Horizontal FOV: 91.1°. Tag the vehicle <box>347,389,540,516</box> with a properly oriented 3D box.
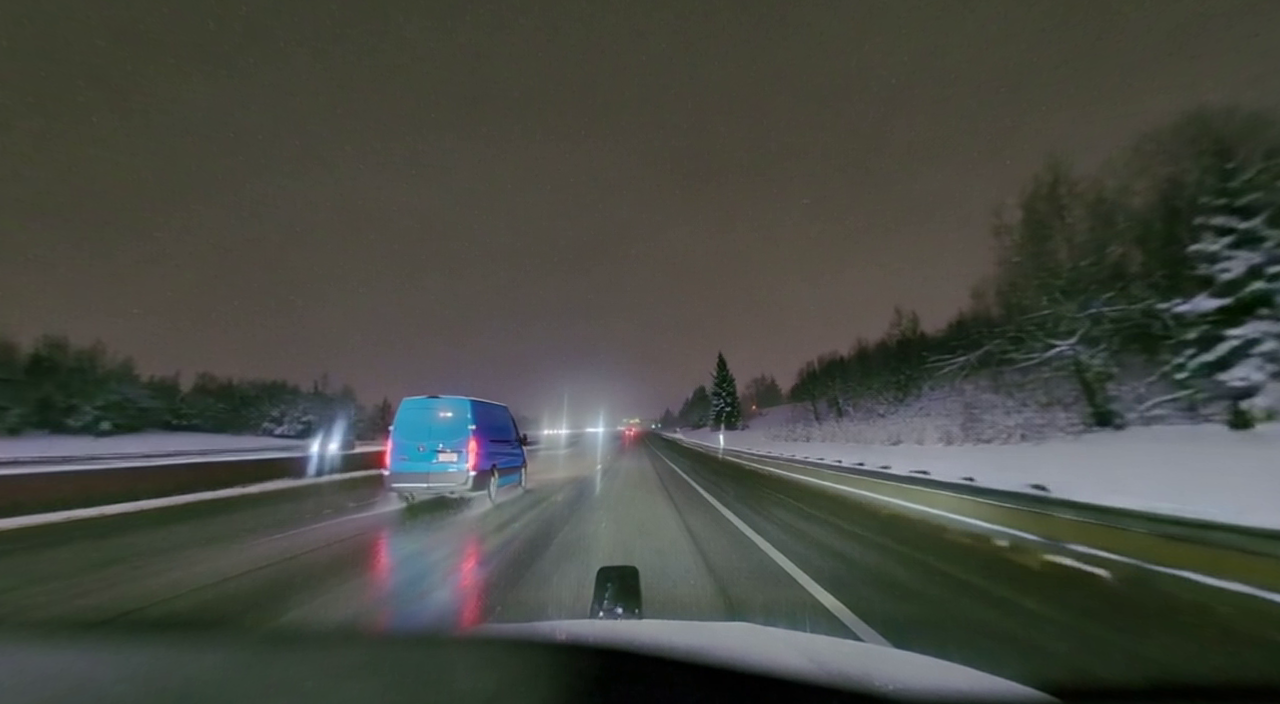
[{"bbox_3d":[-3.605,1.971,12.768,2.309,2.053,4.884,0,-8,0],"label":"vehicle"}]

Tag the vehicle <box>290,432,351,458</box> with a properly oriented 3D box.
[{"bbox_3d":[-23.959,6.977,47.389,2.032,1.837,4.735,0,-8,1],"label":"vehicle"}]
